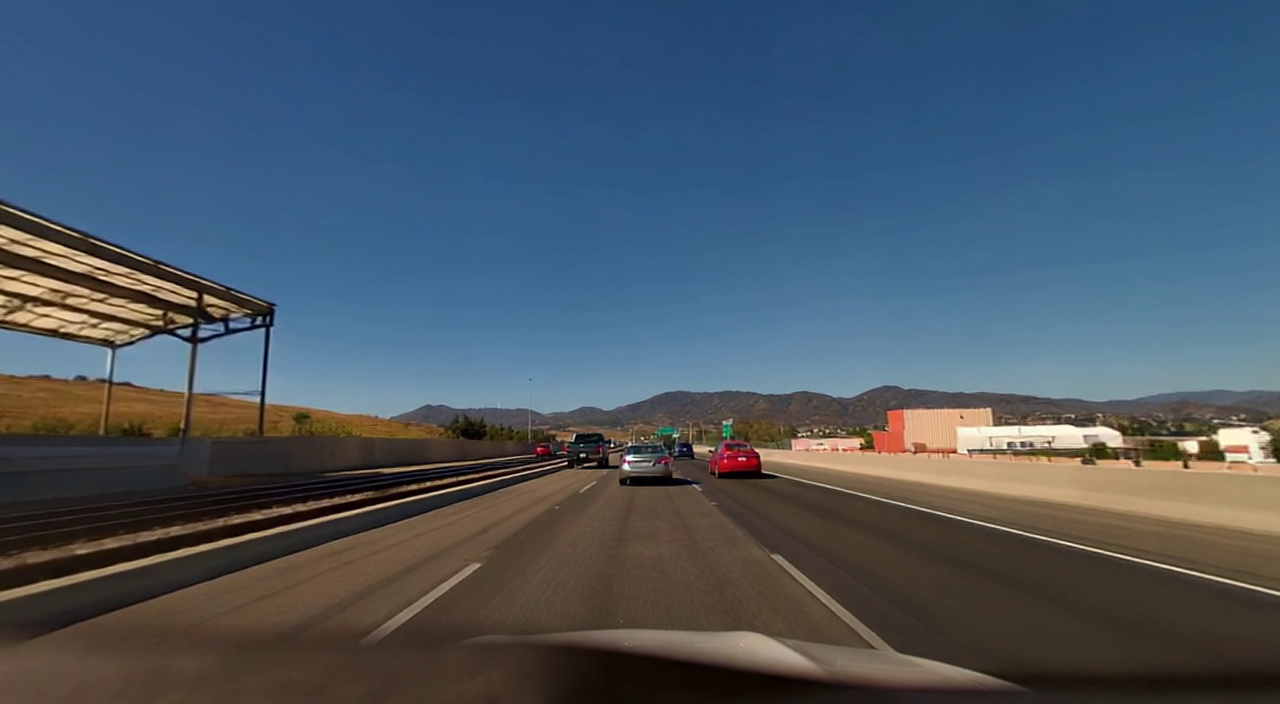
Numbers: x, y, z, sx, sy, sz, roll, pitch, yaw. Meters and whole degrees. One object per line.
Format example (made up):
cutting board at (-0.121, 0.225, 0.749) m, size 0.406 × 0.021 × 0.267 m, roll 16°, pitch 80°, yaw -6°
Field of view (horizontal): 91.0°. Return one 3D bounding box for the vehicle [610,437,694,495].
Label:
vehicle at (0.303, 3.261, 18.417) m, size 2.171 × 1.493 × 4.081 m, roll 0°, pitch -8°, yaw 0°

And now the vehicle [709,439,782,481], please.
vehicle at (4.053, 4.238, 25.067) m, size 2.023 × 1.510 × 4.773 m, roll 0°, pitch -8°, yaw 0°

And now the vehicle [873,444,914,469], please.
vehicle at (16.417, 6.766, 40.935) m, size 1.778 × 1.564 × 3.906 m, roll -1°, pitch -9°, yaw 12°

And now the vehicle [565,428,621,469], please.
vehicle at (-2.663, 5.790, 37.893) m, size 2.733 × 2.230 × 6.820 m, roll 0°, pitch -8°, yaw 1°
